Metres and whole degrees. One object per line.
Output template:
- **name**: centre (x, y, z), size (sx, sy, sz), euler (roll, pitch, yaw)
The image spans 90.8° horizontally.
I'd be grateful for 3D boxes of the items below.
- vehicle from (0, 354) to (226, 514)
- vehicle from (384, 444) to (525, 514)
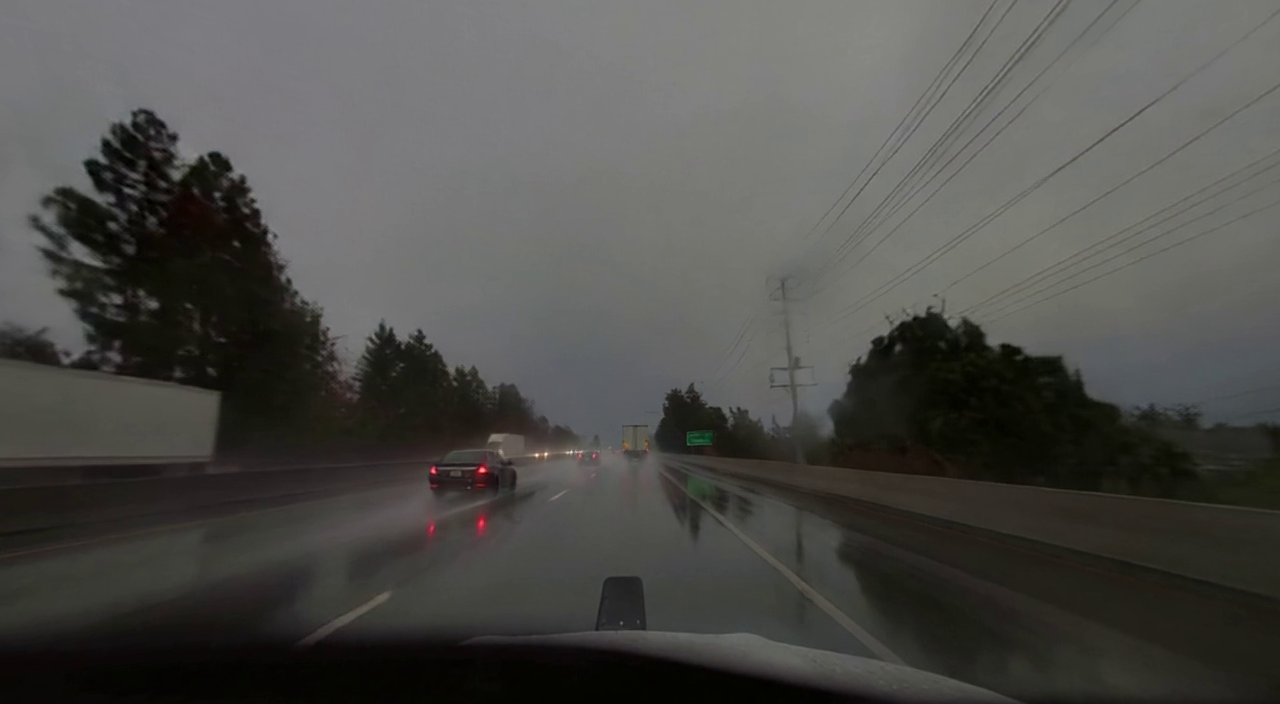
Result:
- **vehicle**: centre (-17.970, 2.361, 17.766), size (2.933, 4.087, 14.392), euler (0, -9, 0)
- **vehicle**: centre (-4.306, 3.024, 15.496), size (2.106, 1.445, 4.404), euler (0, -9, 0)
